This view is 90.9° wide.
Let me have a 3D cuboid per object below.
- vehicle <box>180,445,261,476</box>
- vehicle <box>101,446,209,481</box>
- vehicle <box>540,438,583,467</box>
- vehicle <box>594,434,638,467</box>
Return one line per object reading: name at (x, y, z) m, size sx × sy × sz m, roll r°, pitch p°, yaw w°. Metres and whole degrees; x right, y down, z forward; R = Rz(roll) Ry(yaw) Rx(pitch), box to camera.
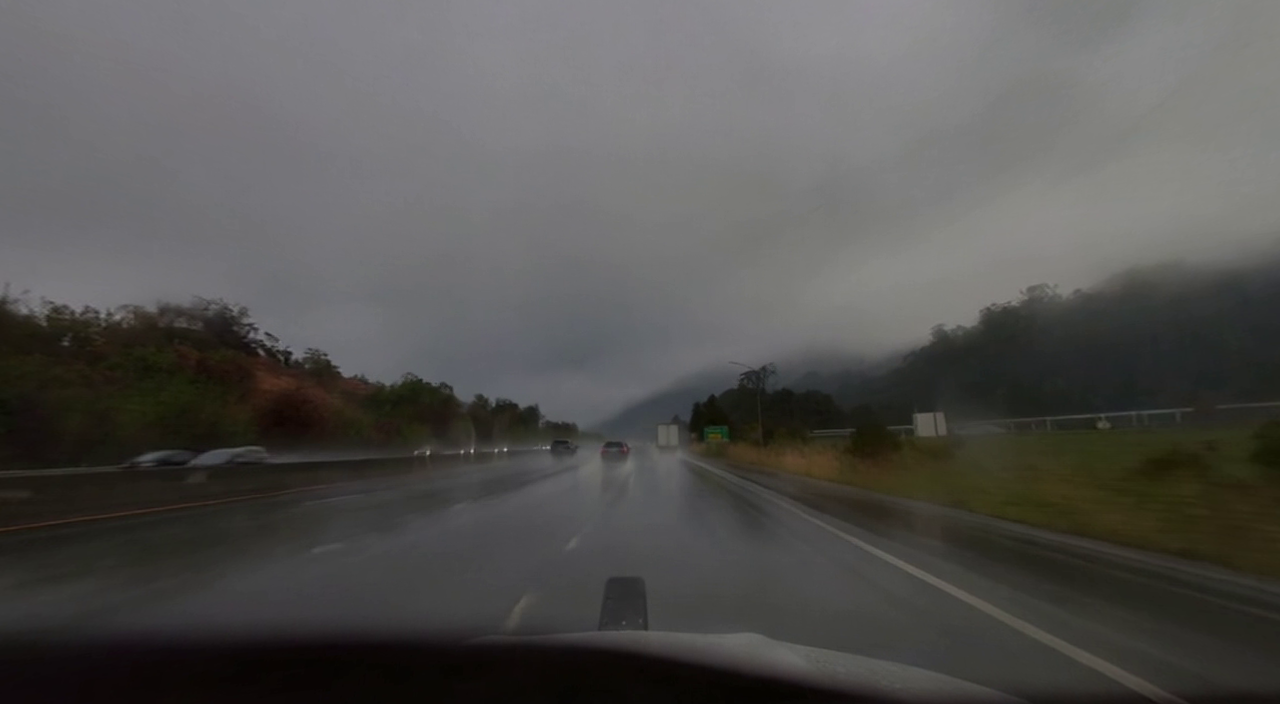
vehicle at (-29.998, 7.738, 45.338) m, size 2.582 × 2.126 × 4.439 m, roll 0°, pitch -8°, yaw 2°
vehicle at (-30.237, 6.925, 39.639) m, size 2.377 × 2.013 × 5.364 m, roll 0°, pitch -8°, yaw 2°
vehicle at (-4.925, 6.376, 40.135) m, size 2.062 × 1.691 × 4.278 m, roll 0°, pitch -8°, yaw 2°
vehicle at (-1.330, 5.894, 37.949) m, size 2.283 × 1.802 × 4.810 m, roll 0°, pitch -8°, yaw 2°
